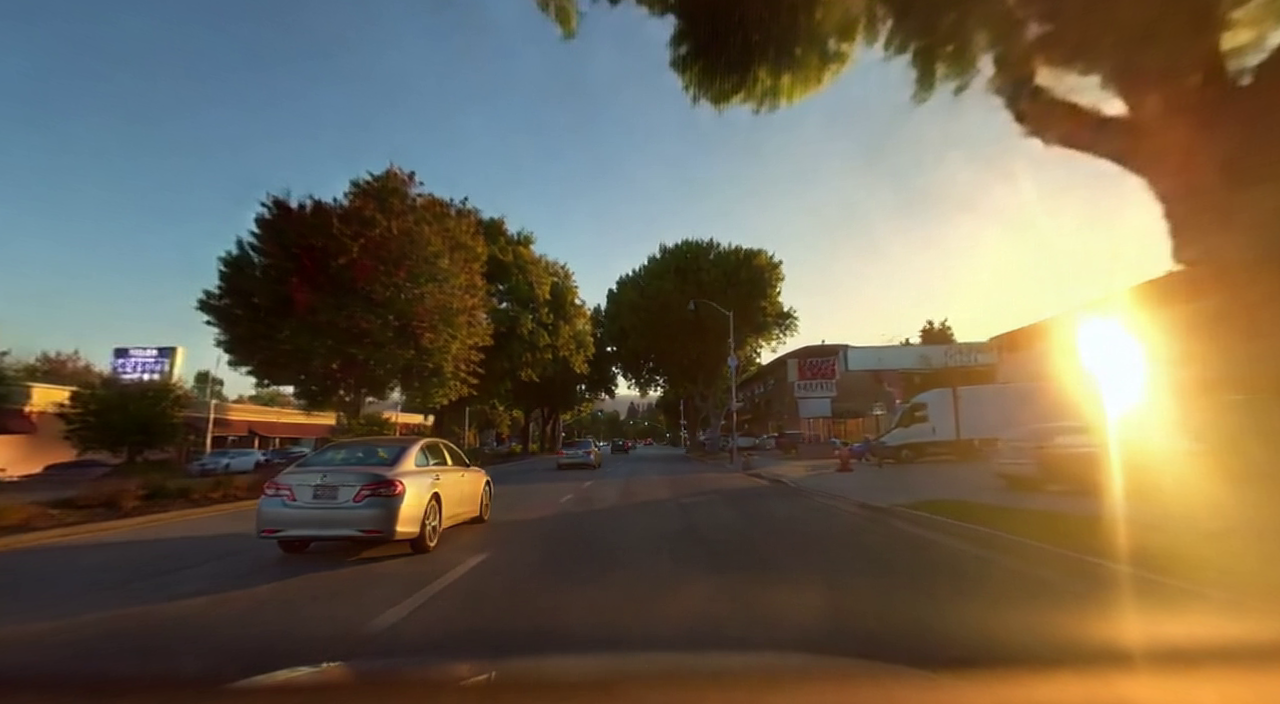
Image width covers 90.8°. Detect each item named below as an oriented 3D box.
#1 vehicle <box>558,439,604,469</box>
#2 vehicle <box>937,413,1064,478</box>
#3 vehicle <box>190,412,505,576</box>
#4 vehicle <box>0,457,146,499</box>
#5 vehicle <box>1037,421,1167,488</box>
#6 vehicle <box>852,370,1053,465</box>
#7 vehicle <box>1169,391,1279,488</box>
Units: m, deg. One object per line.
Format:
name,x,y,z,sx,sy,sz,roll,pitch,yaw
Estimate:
vehicle,-3.151,5.529,34.364,1.955,1.461,4.396,-1,-9,2
vehicle,11.917,3.045,20.701,5.297,1.843,2.097,8,-12,-44
vehicle,-3.501,1.803,8.818,2.126,1.655,4.560,-1,-9,1
vehicle,-25.291,5.364,26.917,2.650,1.471,7.080,-4,-9,2
vehicle,12.358,2.686,16.768,2.090,1.501,4.732,-8,-12,43
vehicle,15.412,3.321,31.728,8.300,4.310,2.832,-2,-8,1
vehicle,14.830,2.188,15.718,2.031,2.064,4.681,-8,-12,43
